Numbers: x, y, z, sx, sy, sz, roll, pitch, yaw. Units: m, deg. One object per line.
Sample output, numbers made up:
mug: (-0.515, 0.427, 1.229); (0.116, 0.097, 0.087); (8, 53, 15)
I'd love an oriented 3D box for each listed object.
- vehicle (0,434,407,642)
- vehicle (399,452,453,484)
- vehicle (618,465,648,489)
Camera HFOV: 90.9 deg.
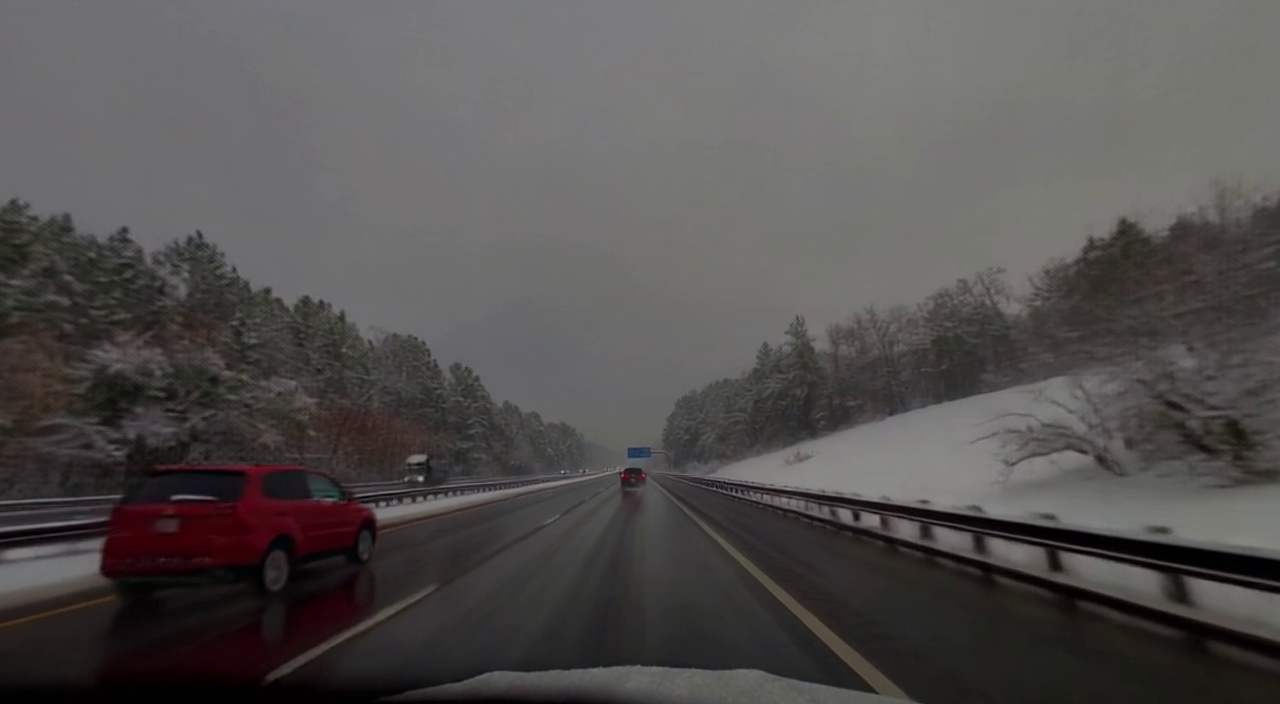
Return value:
vehicle: (-4.413, 1.773, 6.873); (2.003, 1.479, 4.363); (1, -11, 0)
vehicle: (-16.837, 9.179, 49.836); (2.216, 2.293, 5.474); (1, -11, 1)
vehicle: (-0.541, 9.466, 47.795); (2.107, 1.668, 4.554); (1, -11, -1)
